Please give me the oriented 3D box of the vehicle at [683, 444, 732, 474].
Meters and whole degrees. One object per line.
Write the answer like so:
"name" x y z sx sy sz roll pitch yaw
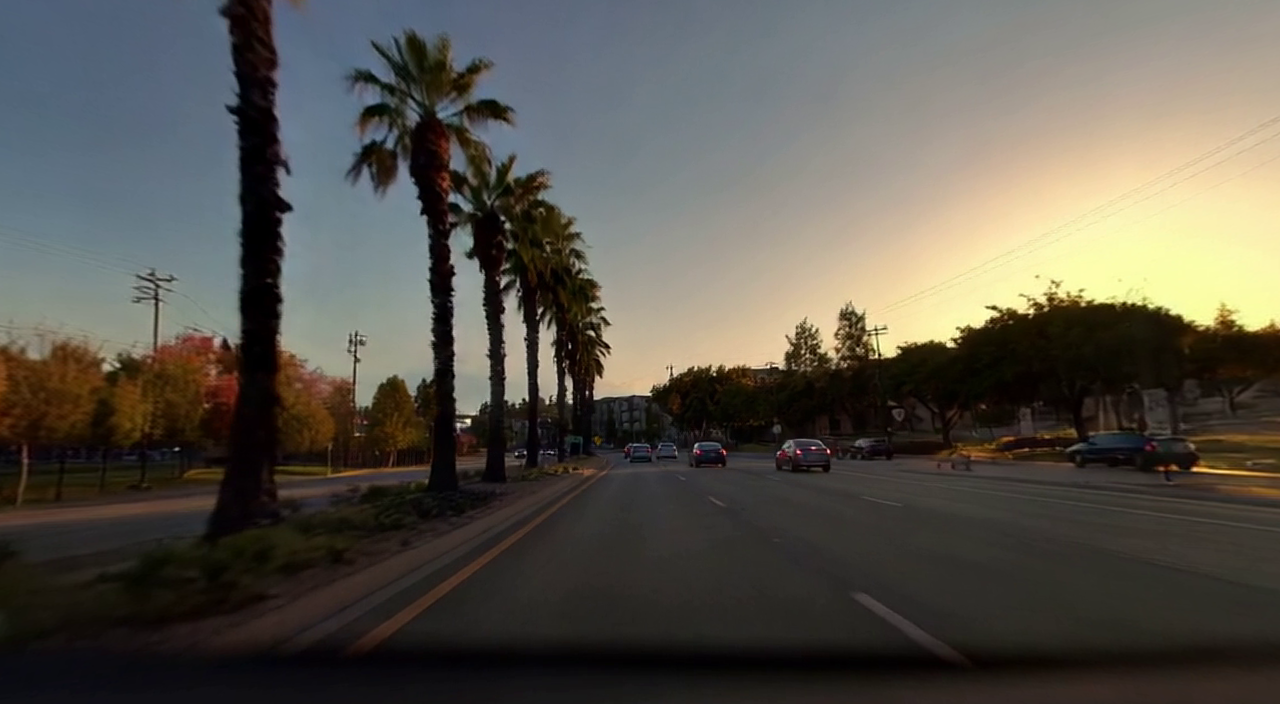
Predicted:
"vehicle" 3.405 5.482 32.645 1.875 1.452 4.453 0 -8 -2

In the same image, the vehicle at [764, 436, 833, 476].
"vehicle" 7.087 4.688 28.642 1.916 1.646 4.258 0 -8 -1

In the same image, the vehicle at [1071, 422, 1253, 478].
"vehicle" 21.088 4.012 26.022 2.304 2.044 5.894 0 -8 -2

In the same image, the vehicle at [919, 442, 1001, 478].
"vehicle" 14.501 4.899 28.849 1.743 1.505 3.682 0 -8 -1

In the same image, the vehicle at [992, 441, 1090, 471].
"vehicle" 20.999 5.468 33.379 1.822 1.456 4.860 0 -8 -2

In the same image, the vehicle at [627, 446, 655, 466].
"vehicle" 0.027 7.832 47.803 2.031 1.444 4.361 0 -8 -1
